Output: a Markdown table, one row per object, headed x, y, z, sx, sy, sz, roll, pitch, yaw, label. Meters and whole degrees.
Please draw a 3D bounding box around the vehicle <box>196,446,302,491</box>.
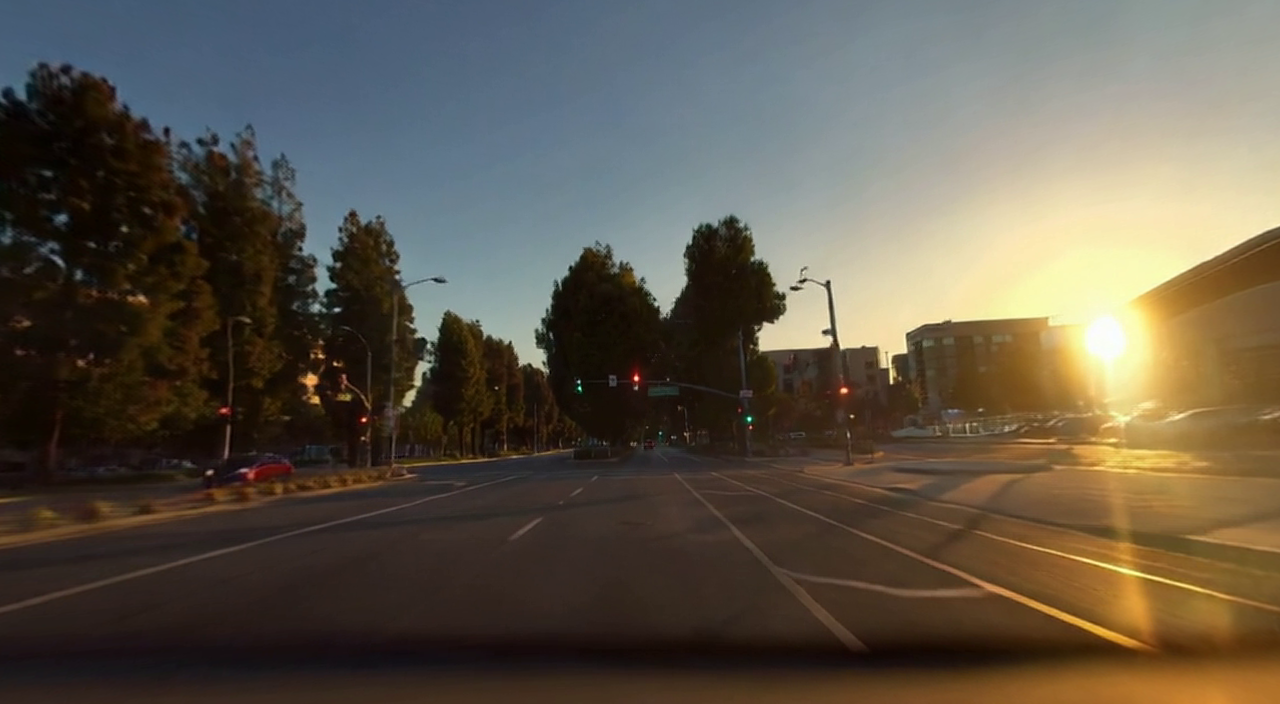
| x | y | z | sx | sy | sz | roll | pitch | yaw | label |
| --- | --- | --- | --- | --- | --- | --- | --- | --- | --- |
| -16.262 | 4.818 | 26.505 | 1.999 | 1.710 | 4.228 | 1 | -8 | -6 | vehicle |
